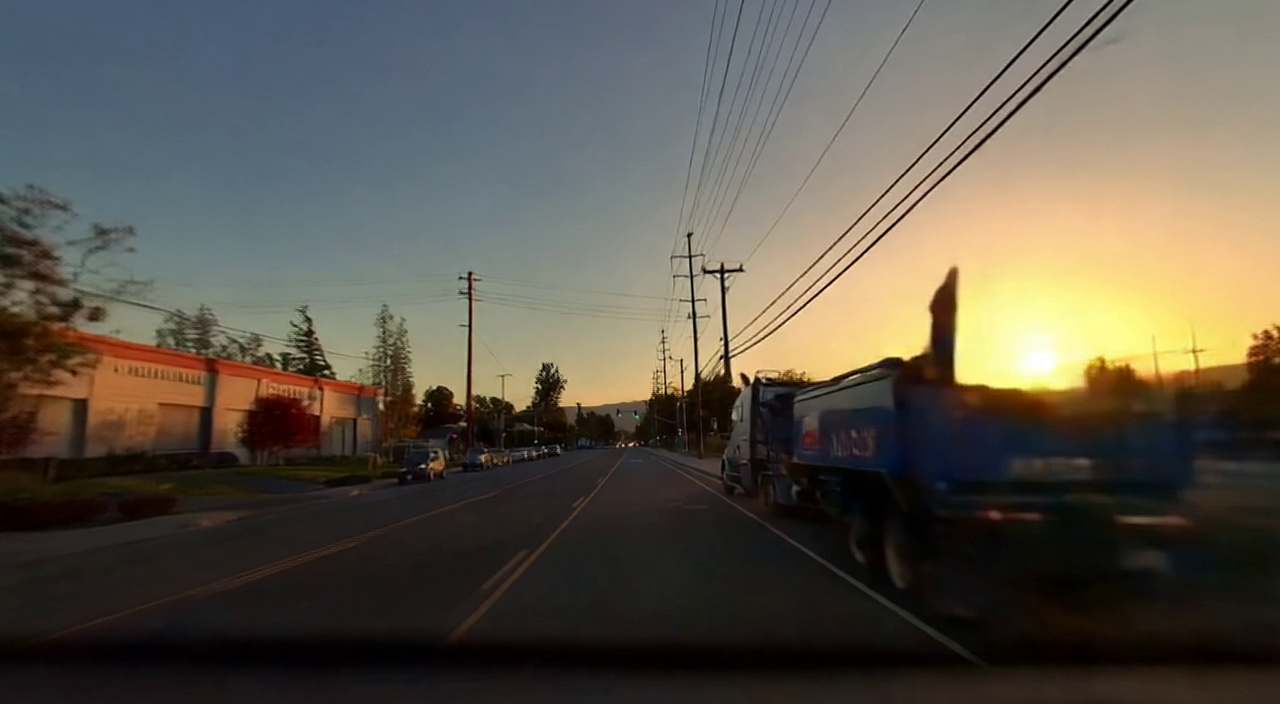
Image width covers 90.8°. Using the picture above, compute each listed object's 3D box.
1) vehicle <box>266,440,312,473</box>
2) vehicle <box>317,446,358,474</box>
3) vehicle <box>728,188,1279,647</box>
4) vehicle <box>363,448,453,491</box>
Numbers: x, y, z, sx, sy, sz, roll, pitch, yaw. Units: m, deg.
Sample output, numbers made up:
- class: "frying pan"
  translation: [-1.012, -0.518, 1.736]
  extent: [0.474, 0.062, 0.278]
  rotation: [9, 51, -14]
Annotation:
- class: "vehicle"
  translation: [-21.526, 6.403, 38.894]
  extent: [1.954, 1.868, 4.977]
  rotation: [3, -9, -24]
- class: "vehicle"
  translation: [-18.946, 6.785, 39.715]
  extent: [1.795, 1.535, 4.163]
  rotation: [0, -9, -18]
- class: "vehicle"
  translation: [3.690, 1.030, 8.977]
  extent: [3.168, 3.106, 9.350]
  rotation: [0, -8, -2]
- class: "vehicle"
  translation: [-8.833, 4.502, 24.517]
  extent: [1.939, 1.480, 4.632]
  rotation: [0, -9, -3]
